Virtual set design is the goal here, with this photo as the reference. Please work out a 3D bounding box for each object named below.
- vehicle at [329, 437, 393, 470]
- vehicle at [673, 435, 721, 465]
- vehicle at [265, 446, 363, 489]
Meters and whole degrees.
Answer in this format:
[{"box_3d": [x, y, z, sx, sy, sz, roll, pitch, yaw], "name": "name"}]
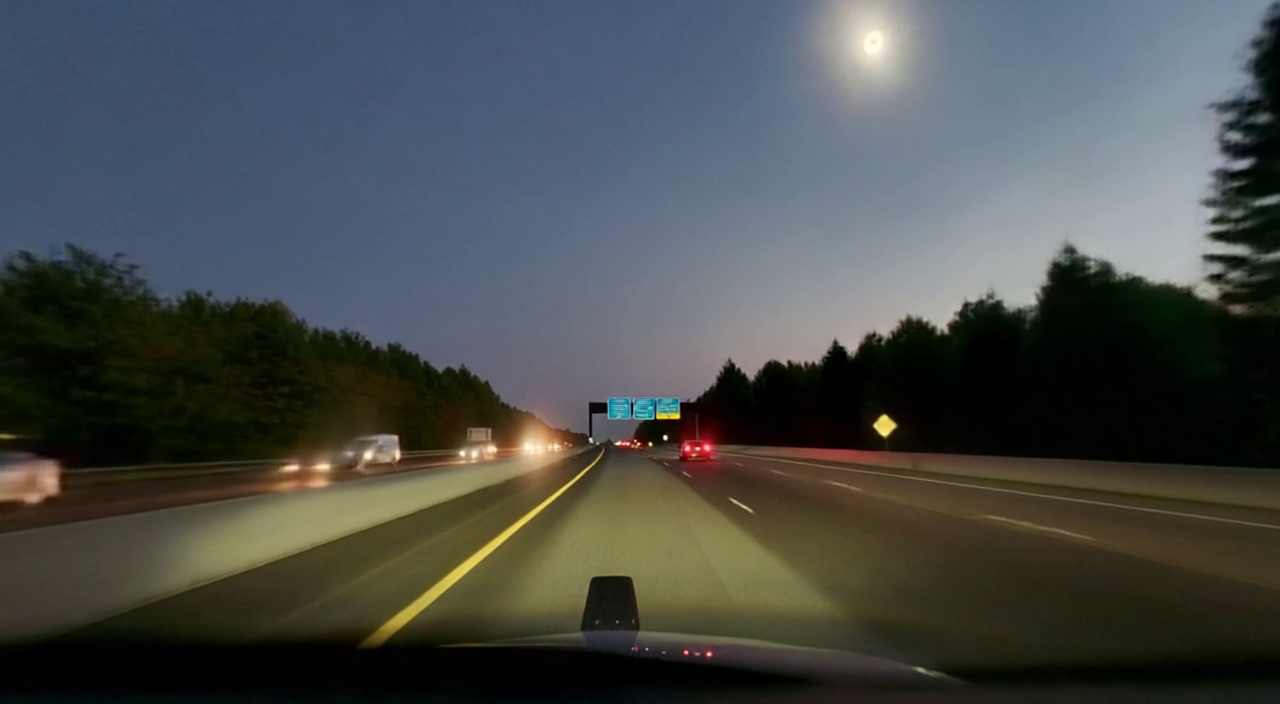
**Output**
[{"box_3d": [-17.620, 6.376, 39.993, 2.003, 1.981, 4.635, 0, -8, -1], "name": "vehicle"}, {"box_3d": [2.998, 5.251, 33.956, 1.958, 1.526, 4.227, 1, -8, -3], "name": "vehicle"}, {"box_3d": [-12.719, 4.502, 24.841, 1.966, 1.488, 3.645, 0, -8, -2], "name": "vehicle"}]
